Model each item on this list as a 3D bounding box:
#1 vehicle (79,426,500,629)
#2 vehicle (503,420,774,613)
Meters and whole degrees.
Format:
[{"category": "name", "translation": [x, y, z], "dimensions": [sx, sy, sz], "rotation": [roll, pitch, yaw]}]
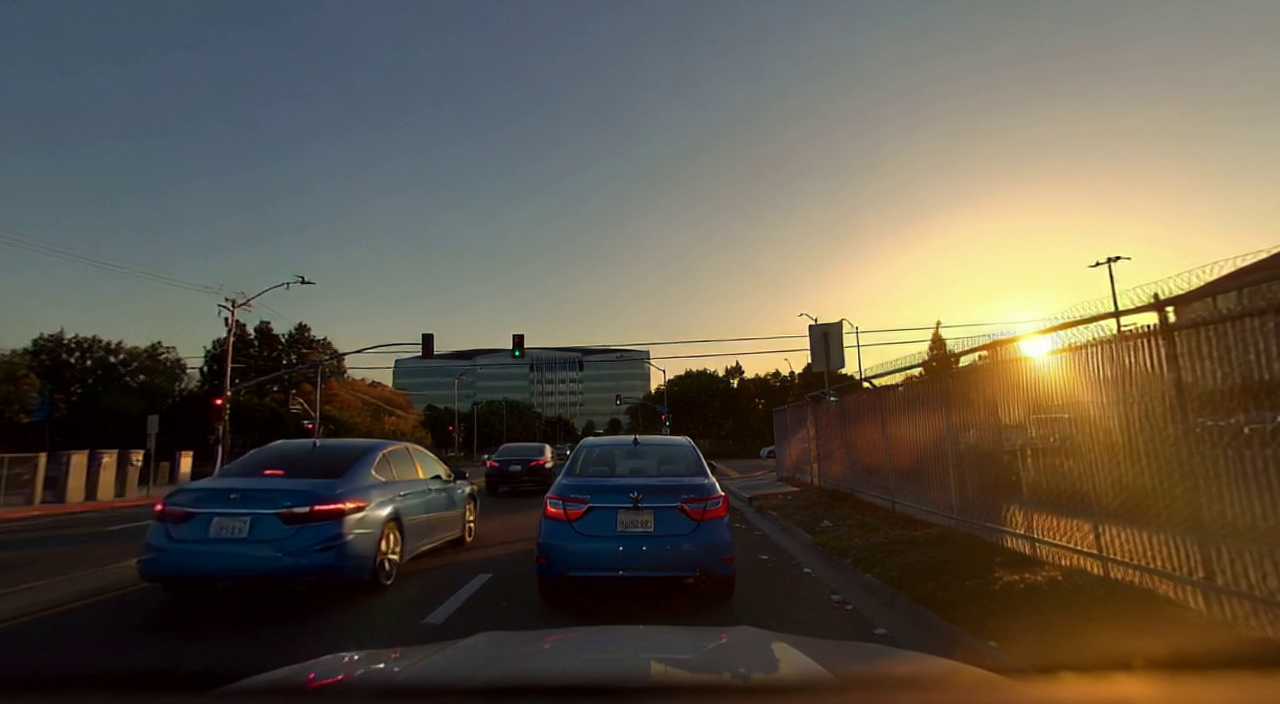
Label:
[{"category": "vehicle", "translation": [-3.149, 1.657, 7.045], "dimensions": [1.971, 1.488, 4.581], "rotation": [0, -9, 2]}, {"category": "vehicle", "translation": [-0.018, 1.616, 7.081], "dimensions": [2.144, 1.514, 4.063], "rotation": [0, -9, 0]}]
